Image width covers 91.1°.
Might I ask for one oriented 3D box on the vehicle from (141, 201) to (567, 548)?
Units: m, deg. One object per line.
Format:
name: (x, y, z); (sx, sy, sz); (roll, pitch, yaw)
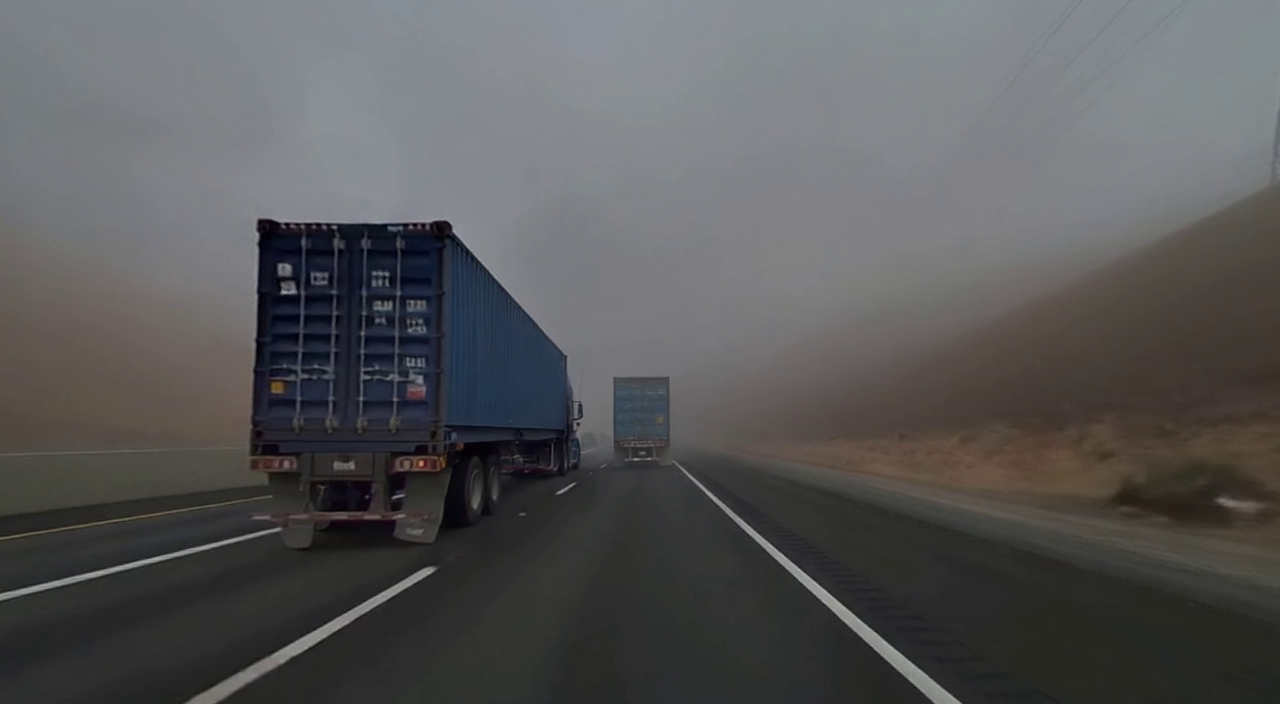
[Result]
vehicle: (-4.069, 1.160, 14.189); (3.065, 4.105, 13.706); (0, -8, 1)

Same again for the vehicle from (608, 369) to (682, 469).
vehicle: (0.114, 3.586, 31.792); (3.006, 4.120, 11.586); (0, -8, -1)
